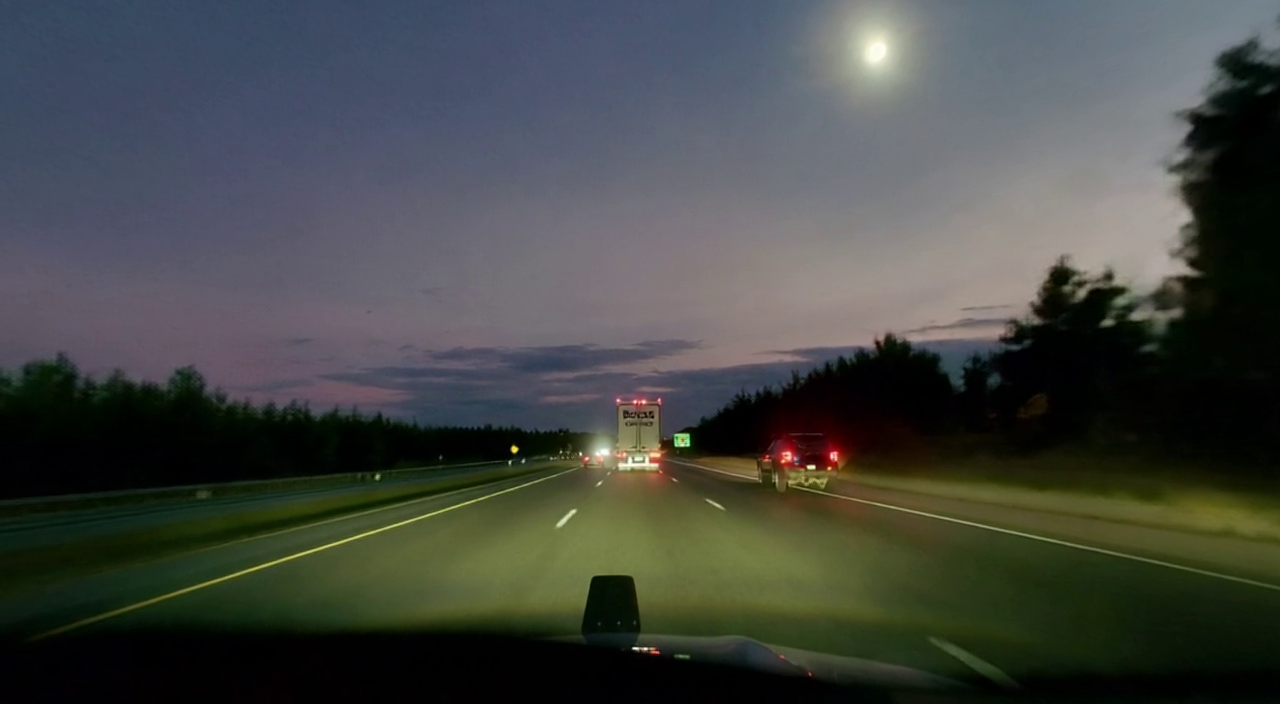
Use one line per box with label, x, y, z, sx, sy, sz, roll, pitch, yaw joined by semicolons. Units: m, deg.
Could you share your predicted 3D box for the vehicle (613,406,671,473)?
vehicle;0.107;6.708;47.032;3.537;4.071;17.399;0;-9;0
